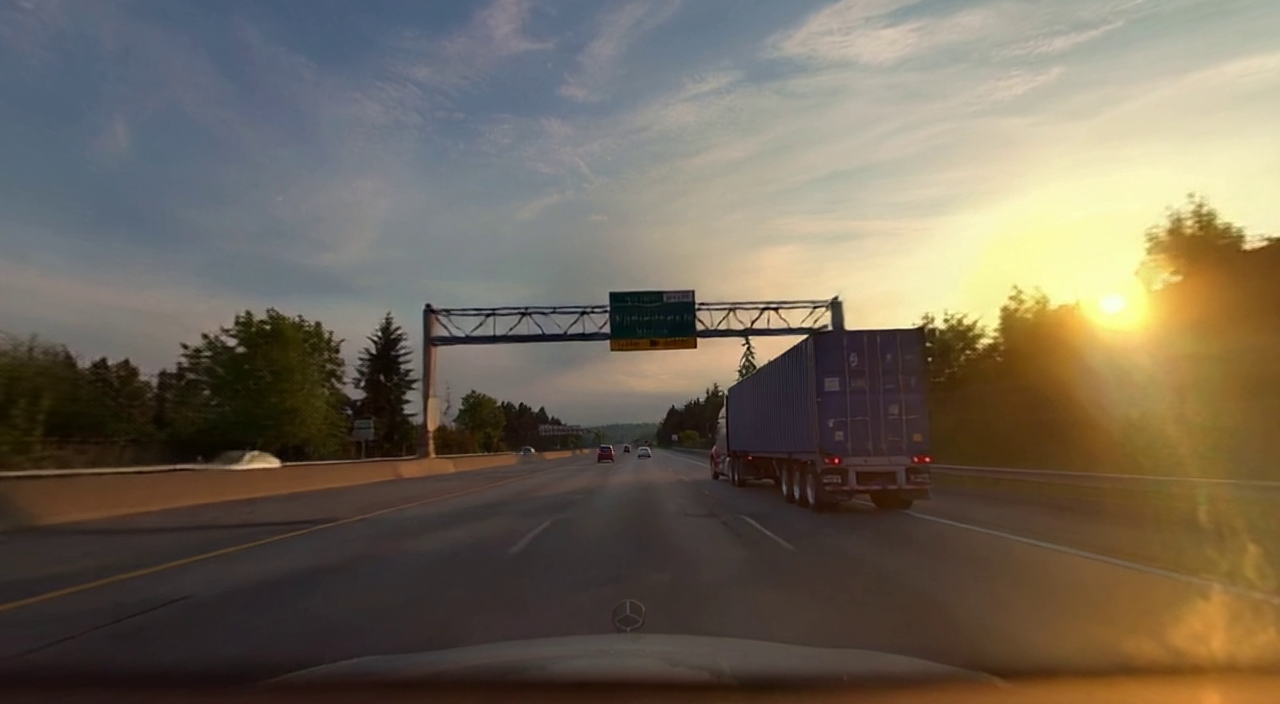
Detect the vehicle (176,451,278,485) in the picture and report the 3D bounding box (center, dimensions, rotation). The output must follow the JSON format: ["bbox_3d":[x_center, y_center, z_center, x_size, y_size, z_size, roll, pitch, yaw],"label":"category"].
[{"bbox_3d":[-19.818,5.545,30.511,1.934,1.490,4.366,0,-9,0],"label":"vehicle"}]

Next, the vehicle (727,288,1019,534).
[{"bbox_3d":[4.662,1.923,16.802,2.821,4.046,12.876,0,-9,0],"label":"vehicle"}]
